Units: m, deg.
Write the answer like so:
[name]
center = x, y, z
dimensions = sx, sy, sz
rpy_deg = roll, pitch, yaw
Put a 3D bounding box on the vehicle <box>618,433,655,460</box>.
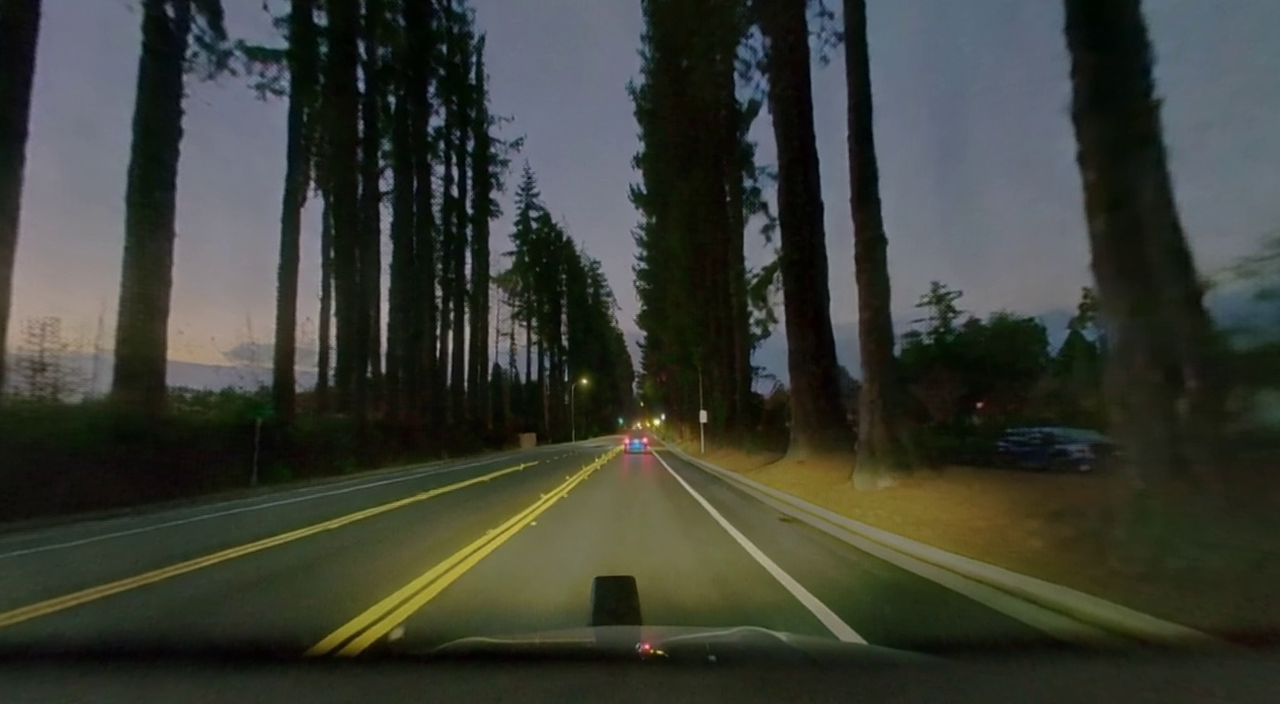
[vehicle]
center = -0.224, 5.570, 37.284
dimensions = 2.067, 1.486, 3.861
rpy_deg = 0, -9, 0
